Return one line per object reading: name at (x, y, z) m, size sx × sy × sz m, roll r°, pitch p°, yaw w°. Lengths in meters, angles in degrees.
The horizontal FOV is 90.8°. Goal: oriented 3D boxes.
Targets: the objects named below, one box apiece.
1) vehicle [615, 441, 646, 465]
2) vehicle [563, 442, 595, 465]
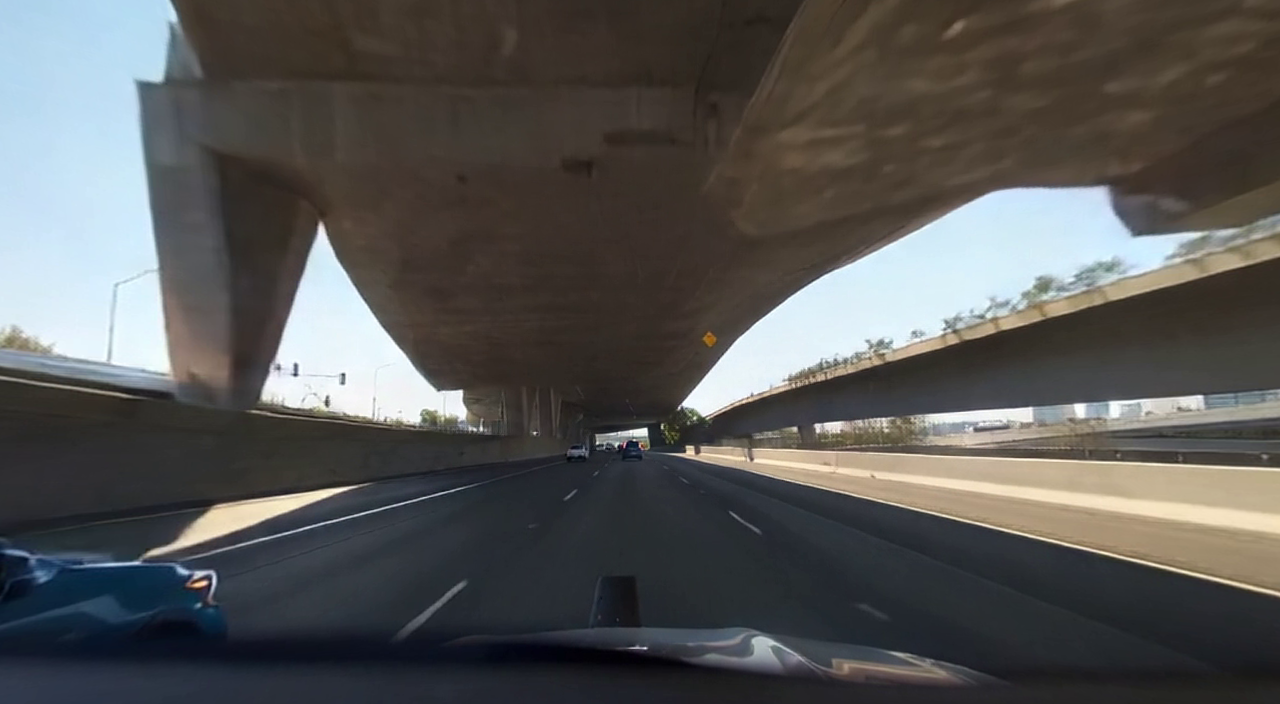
vehicle at (-0.692, 7.241, 45.480) m, size 2.132 × 1.657 × 3.967 m, roll 0°, pitch -8°, yaw -2°
vehicle at (-4.487, 7.495, 46.839) m, size 2.000 × 1.646 × 4.201 m, roll 0°, pitch -8°, yaw -1°
